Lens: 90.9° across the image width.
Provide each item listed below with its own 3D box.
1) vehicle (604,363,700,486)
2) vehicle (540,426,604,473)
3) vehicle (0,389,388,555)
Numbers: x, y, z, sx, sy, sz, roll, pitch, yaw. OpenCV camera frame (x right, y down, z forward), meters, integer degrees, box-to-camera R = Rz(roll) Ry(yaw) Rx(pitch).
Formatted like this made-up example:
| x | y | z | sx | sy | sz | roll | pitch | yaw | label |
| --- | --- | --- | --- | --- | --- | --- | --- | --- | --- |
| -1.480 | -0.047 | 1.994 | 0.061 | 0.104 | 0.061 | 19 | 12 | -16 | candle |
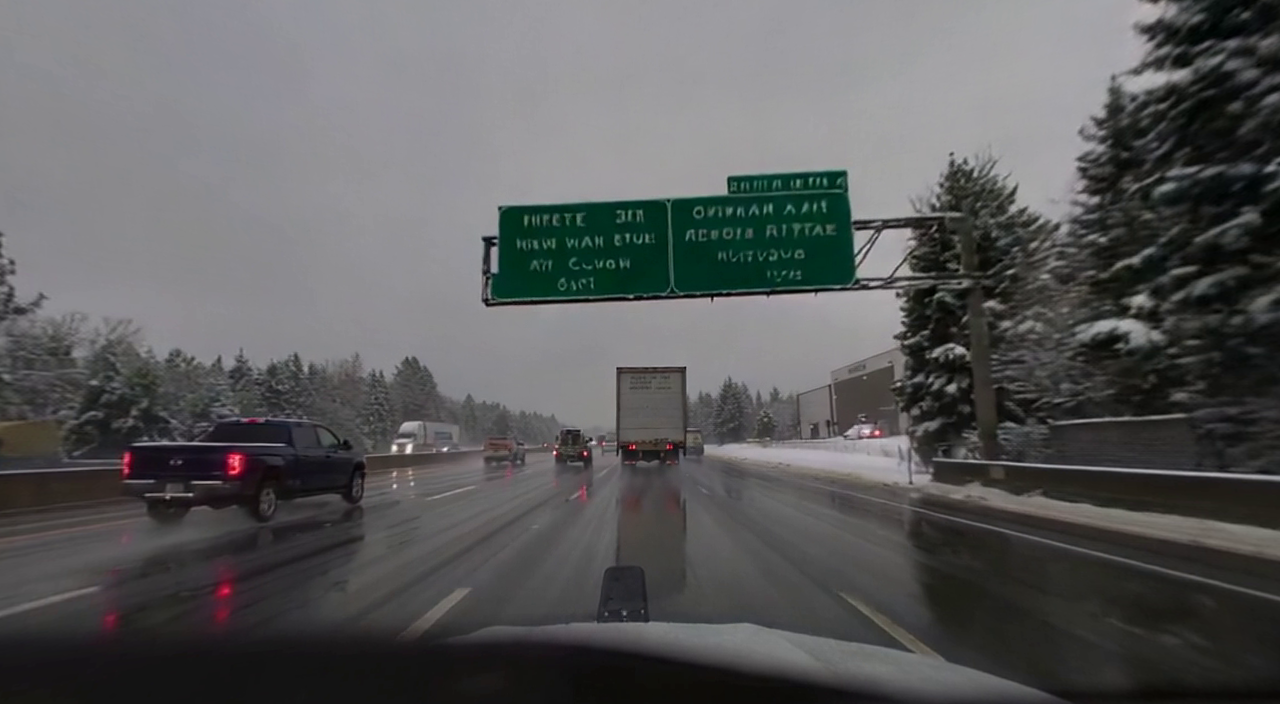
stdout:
| x | y | z | sx | sy | sz | roll | pitch | yaw | label |
| --- | --- | --- | --- | --- | --- | --- | --- | --- | --- |
| 0.337 | 2.970 | 24.494 | 2.941 | 3.794 | 9.851 | 0 | -9 | 0 | vehicle |
| -3.204 | 4.828 | 31.226 | 2.379 | 2.075 | 6.169 | 0 | -9 | 1 | vehicle |
| -6.748 | 1.892 | 10.615 | 2.479 | 1.978 | 5.952 | 0 | -9 | 1 | vehicle |
